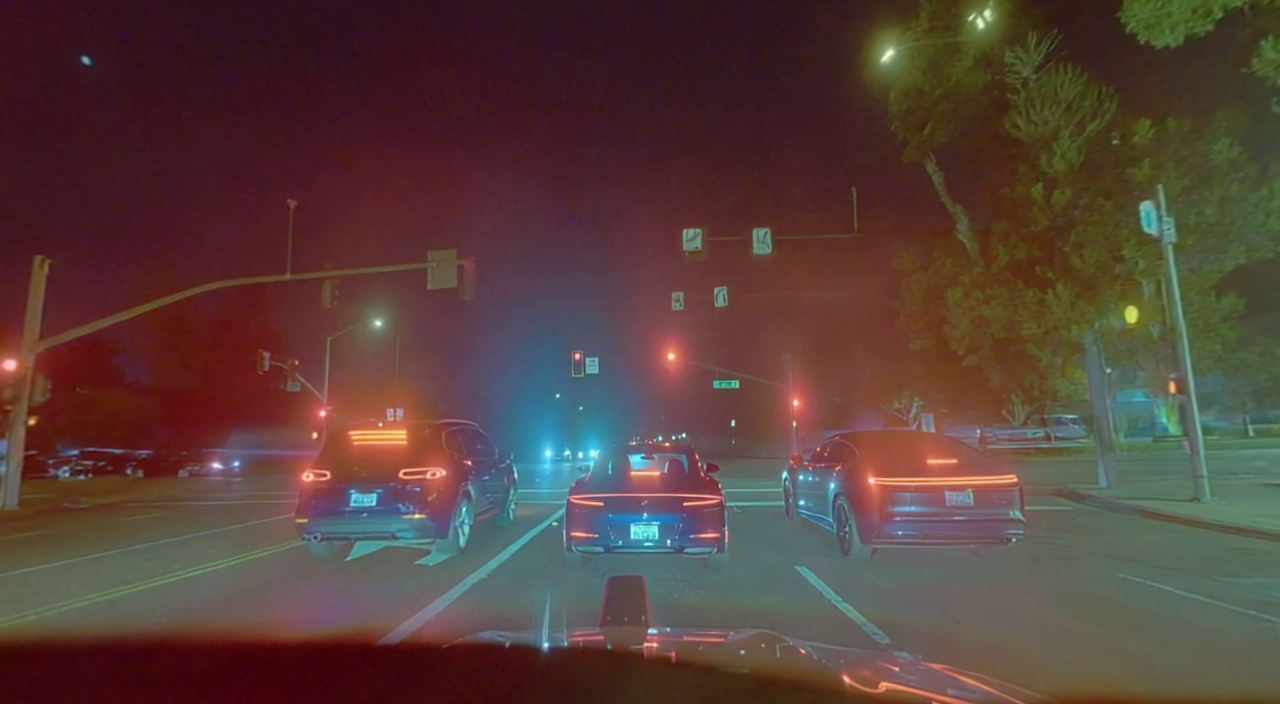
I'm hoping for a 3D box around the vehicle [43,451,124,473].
[{"bbox_3d":[-41.290,8.159,46.803,4.195,1.533,1.752,0,-8,-3],"label":"vehicle"}]

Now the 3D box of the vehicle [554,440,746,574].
[{"bbox_3d":[0.116,1.872,8.388,1.945,1.343,3.827,0,-8,1],"label":"vehicle"}]

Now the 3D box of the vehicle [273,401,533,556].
[{"bbox_3d":[-3.170,1.830,9.800,2.061,1.781,4.842,0,-8,1],"label":"vehicle"}]

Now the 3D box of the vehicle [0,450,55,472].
[{"bbox_3d":[-46.156,7.968,46.175,4.545,1.558,1.833,0,-8,-4],"label":"vehicle"}]

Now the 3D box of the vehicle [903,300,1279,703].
[{"bbox_3d":[3.104,0.801,2.540,2.143,1.759,4.531,0,-8,0],"label":"vehicle"}]
